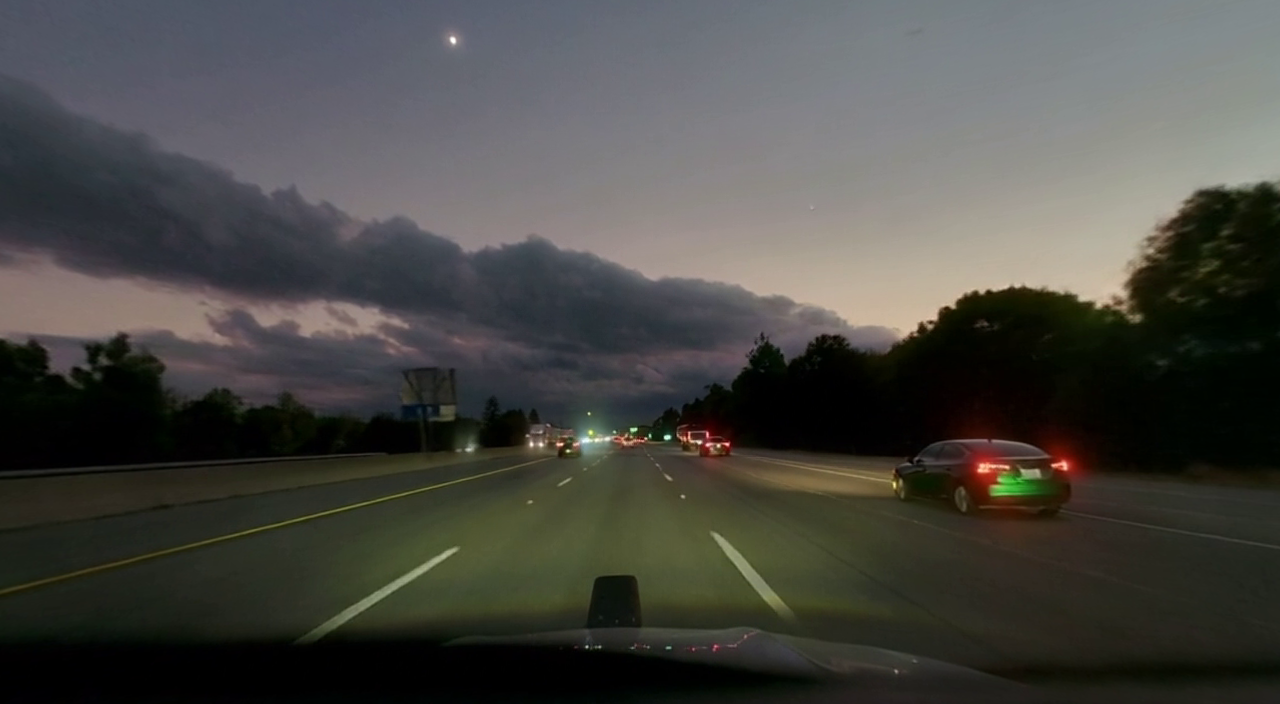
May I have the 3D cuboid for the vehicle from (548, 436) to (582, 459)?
[{"bbox_3d":[-5.208,6.707,44.358,1.966,1.570,3.859,0,-8,-1],"label":"vehicle"}]

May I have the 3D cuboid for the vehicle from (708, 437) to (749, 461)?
[{"bbox_3d":[5.601,6.178,40.171,1.920,1.436,3.890,0,-8,-2],"label":"vehicle"}]

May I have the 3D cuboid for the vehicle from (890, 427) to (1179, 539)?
[{"bbox_3d":[6.146,2.043,10.608,2.028,1.488,4.236,0,-8,-2],"label":"vehicle"}]
